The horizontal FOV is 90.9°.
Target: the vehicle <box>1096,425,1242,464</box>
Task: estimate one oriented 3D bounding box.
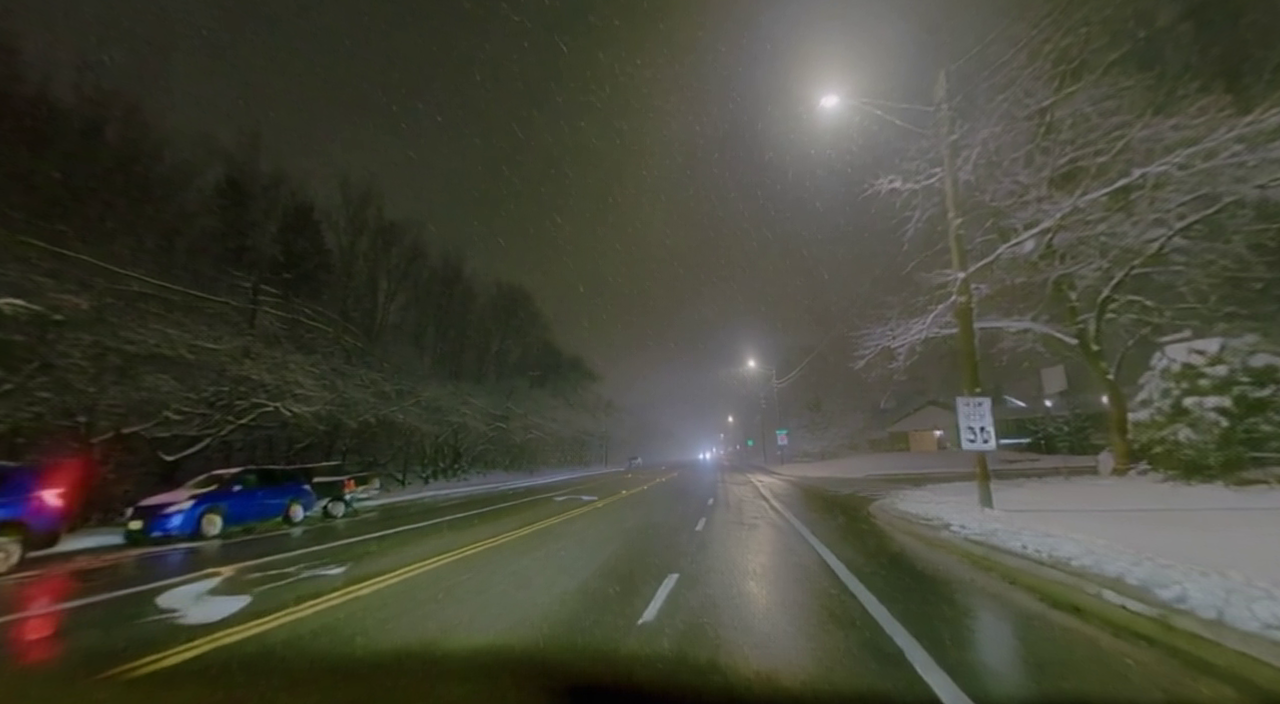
[{"bbox_3d":[25.936,4.580,31.117,4.955,1.814,2.166,-1,-8,9],"label":"vehicle"}]

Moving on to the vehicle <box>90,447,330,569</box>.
[{"bbox_3d":[-9.747,3.471,14.835,2.087,1.700,4.467,-5,-1,9],"label":"vehicle"}]
